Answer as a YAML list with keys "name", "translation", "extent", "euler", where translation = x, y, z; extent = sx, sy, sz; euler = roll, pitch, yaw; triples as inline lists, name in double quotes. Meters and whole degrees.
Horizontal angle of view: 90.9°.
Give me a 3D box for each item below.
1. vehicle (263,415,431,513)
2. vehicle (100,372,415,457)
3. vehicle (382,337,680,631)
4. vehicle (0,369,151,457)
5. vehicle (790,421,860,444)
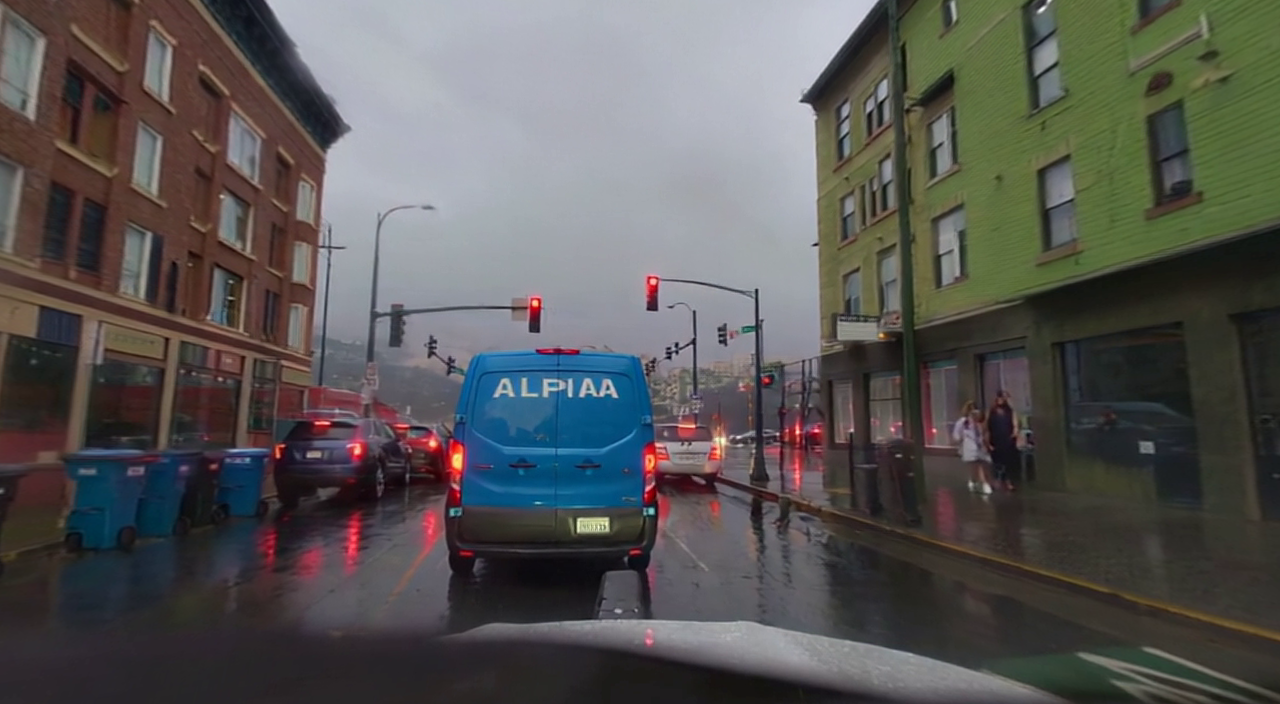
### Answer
- name: "vehicle"
  translation: [-5.061, 1.945, 11.415]
  extent: [1.841, 1.461, 3.426]
  euler: [1, -8, -9]
- name: "vehicle"
  translation: [-15.243, 2.686, 26.206]
  extent: [10.606, 3.178, 3.014]
  euler: [2, -8, -12]
- name: "vehicle"
  translation: [-1.015, 1.146, 6.395]
  extent: [1.951, 1.907, 4.266]
  euler: [1, -8, -9]
- name: "vehicle"
  translation: [-24.376, 2.375, 24.238]
  extent: [8.088, 3.213, 2.801]
  euler: [2, -8, -11]
- name: "vehicle"
  translation: [11.887, 5.176, 40.476]
  extent: [3.885, 1.449, 1.757]
  euler: [2, -8, -11]
